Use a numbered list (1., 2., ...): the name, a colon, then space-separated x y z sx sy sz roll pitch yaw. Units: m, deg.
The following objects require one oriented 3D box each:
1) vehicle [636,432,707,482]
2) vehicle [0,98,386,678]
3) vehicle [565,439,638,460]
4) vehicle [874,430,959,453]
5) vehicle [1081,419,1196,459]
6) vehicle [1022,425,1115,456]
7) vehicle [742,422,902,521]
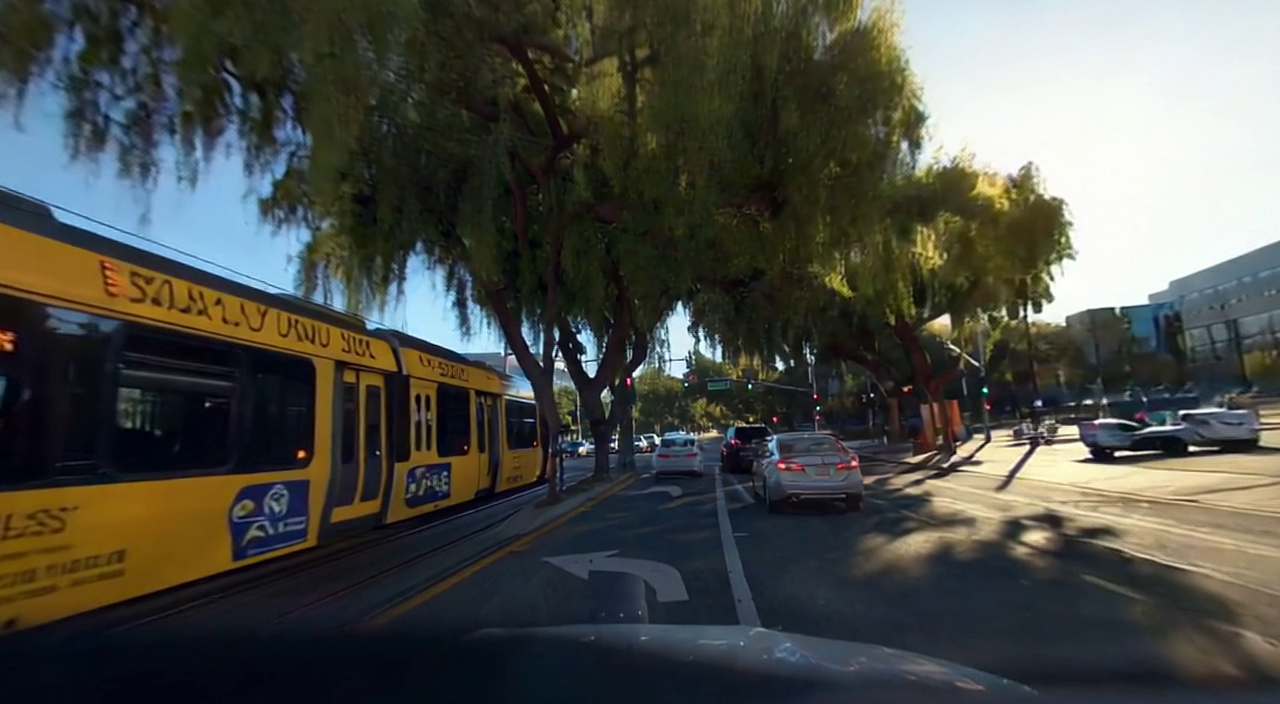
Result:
1. vehicle: 1.120 3.430 20.892 2.118 1.478 4.076 -1 -8 5
2. vehicle: -5.752 -0.016 2.262 2.897 3.700 13.528 -1 -8 6
3. vehicle: -2.713 6.977 45.247 4.941 1.473 1.885 -1 -8 6
4. vehicle: 18.206 5.900 41.710 4.701 1.455 1.805 0 -8 1
5. vehicle: 20.641 3.640 26.380 1.831 1.545 3.872 -1 -8 5
6. vehicle: 21.102 4.394 31.349 1.796 1.434 4.504 -1 -8 5
7. vehicle: 3.114 2.138 11.833 2.002 1.471 4.337 -1 -8 4
